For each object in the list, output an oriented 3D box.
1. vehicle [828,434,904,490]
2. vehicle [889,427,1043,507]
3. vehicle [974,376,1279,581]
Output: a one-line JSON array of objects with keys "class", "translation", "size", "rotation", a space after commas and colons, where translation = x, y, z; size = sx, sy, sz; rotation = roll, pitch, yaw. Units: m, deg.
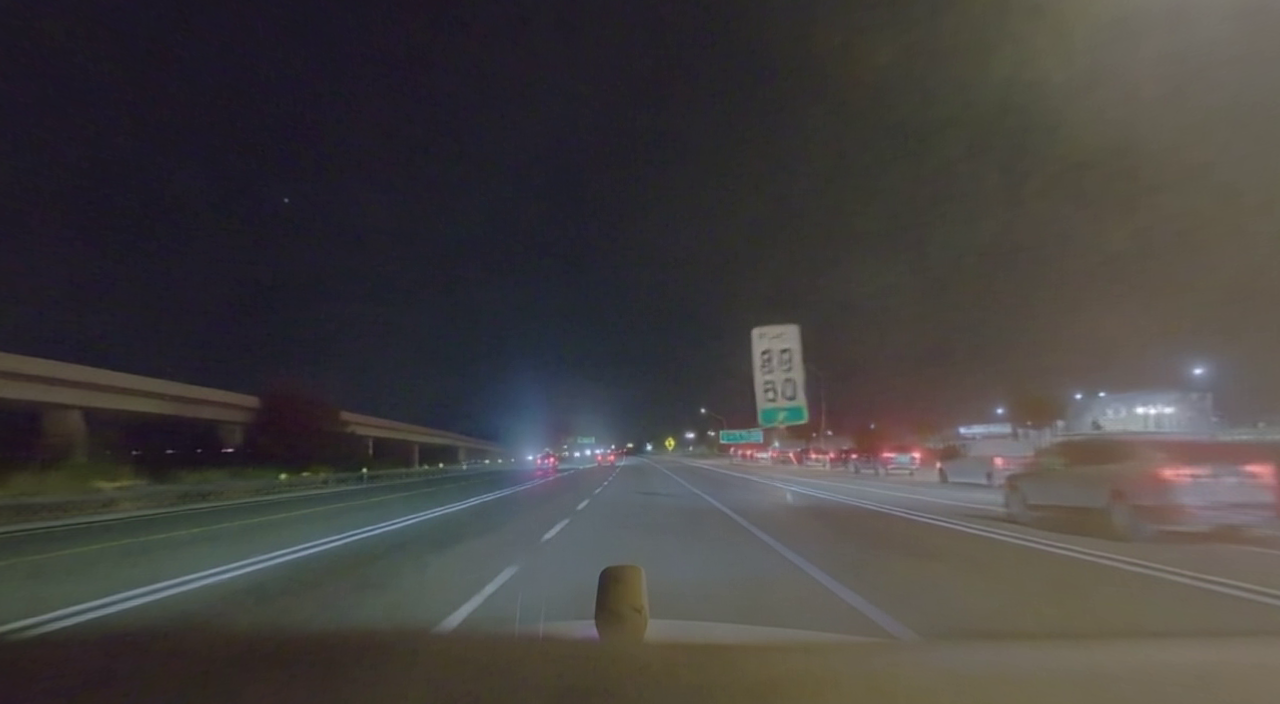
[{"class": "vehicle", "translation": [15.838, 7.740, 44.990], "size": [2.391, 3.553, 8.914], "rotation": [0, -9, 2]}, {"class": "vehicle", "translation": [15.919, 5.706, 31.863], "size": [2.752, 3.433, 9.030], "rotation": [0, -9, -1]}, {"class": "vehicle", "translation": [12.807, 3.008, 15.905], "size": [2.941, 3.578, 10.624], "rotation": [1, -9, 0]}]
